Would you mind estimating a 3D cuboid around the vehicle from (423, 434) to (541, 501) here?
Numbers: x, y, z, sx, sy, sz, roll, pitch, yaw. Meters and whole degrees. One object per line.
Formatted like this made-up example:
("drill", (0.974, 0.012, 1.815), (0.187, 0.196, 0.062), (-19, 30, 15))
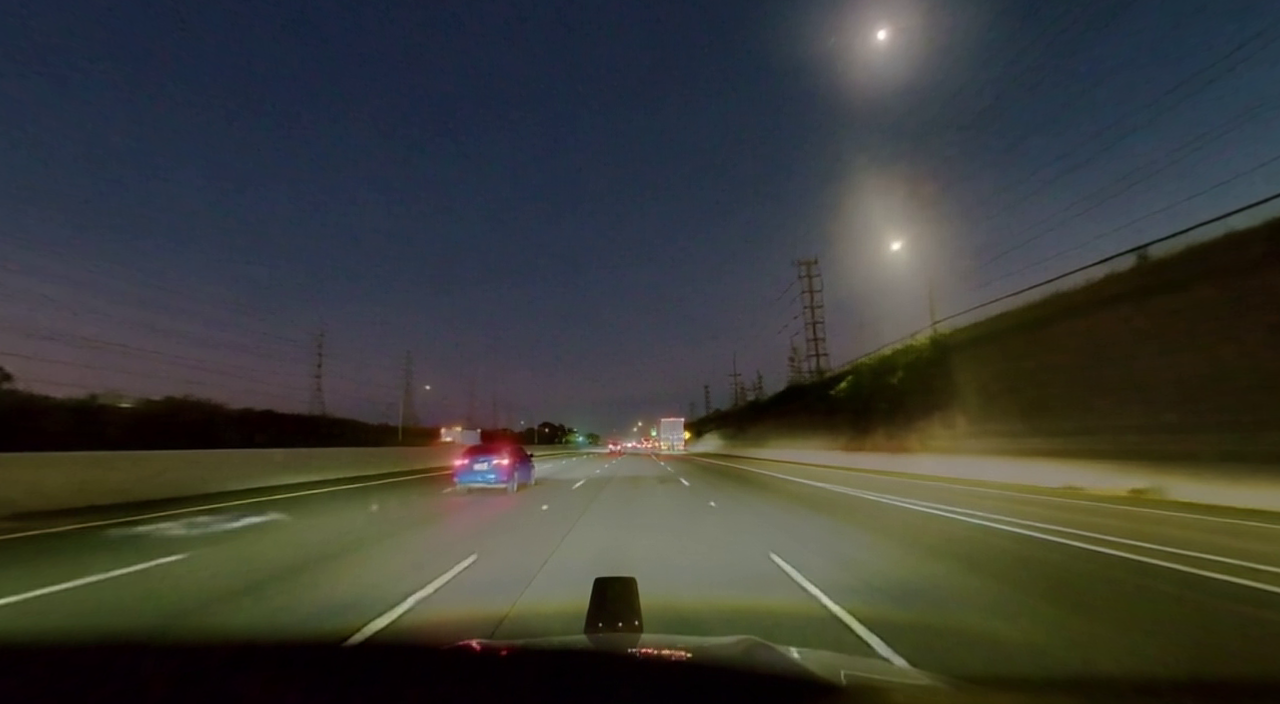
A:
("vehicle", (-3.978, 2.994, 16.758), (2.009, 1.533, 4.175), (0, -9, 1))
